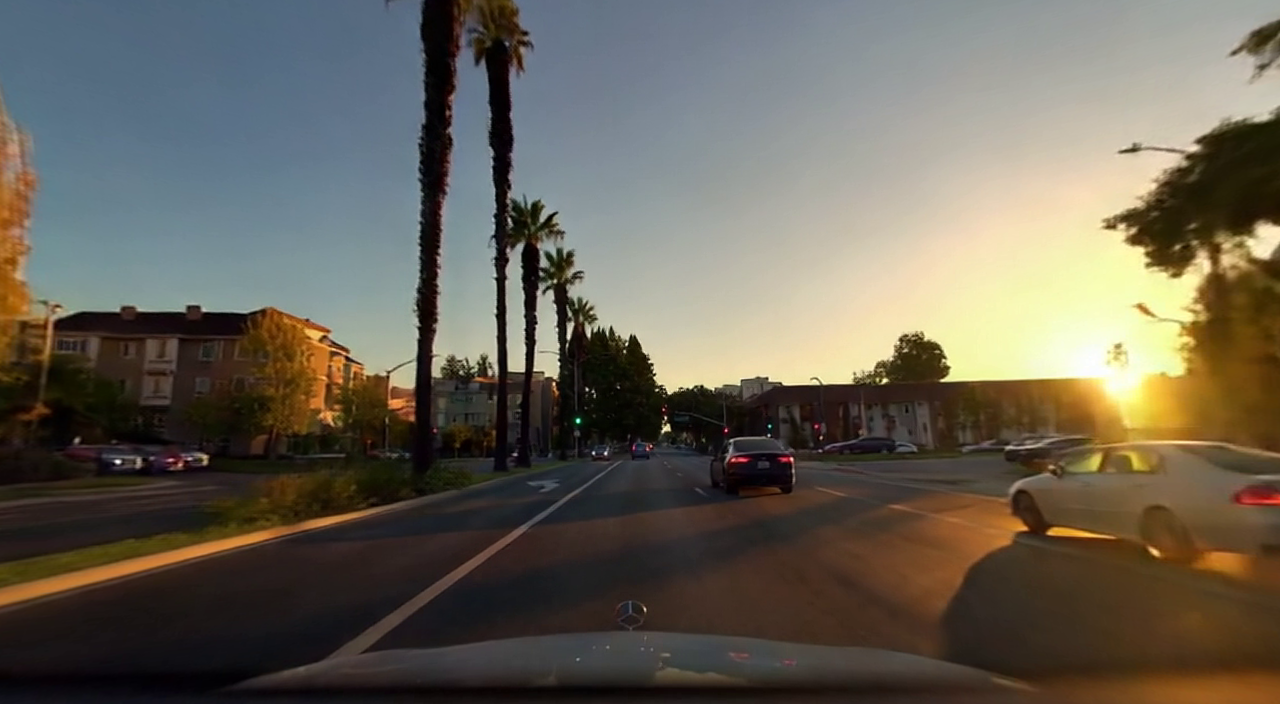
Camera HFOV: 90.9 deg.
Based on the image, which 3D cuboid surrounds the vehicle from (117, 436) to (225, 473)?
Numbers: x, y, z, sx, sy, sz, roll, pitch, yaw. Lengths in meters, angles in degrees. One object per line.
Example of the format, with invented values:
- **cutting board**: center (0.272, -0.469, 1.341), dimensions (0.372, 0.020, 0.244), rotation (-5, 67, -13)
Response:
- **vehicle**: center (-25.869, 5.664, 35.048), dimensions (2.070, 1.856, 5.069), rotation (0, -9, 0)

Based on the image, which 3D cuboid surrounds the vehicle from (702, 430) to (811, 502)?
- **vehicle**: center (2.885, 2.934, 16.619), dimensions (2.009, 1.639, 4.267), rotation (0, -8, 0)

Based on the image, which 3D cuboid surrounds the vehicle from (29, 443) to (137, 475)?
- **vehicle**: center (-30.931, 5.931, 35.218), dimensions (1.898, 1.692, 4.455), rotation (0, -8, 0)

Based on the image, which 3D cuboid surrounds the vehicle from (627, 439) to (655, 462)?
- **vehicle**: center (0.066, 7.741, 49.398), dimensions (2.087, 1.709, 4.076), rotation (0, -8, 0)

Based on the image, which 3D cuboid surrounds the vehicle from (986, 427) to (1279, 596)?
- **vehicle**: center (6.559, 1.739, 7.842), dimensions (1.890, 1.471, 4.566), rotation (0, -8, 0)
